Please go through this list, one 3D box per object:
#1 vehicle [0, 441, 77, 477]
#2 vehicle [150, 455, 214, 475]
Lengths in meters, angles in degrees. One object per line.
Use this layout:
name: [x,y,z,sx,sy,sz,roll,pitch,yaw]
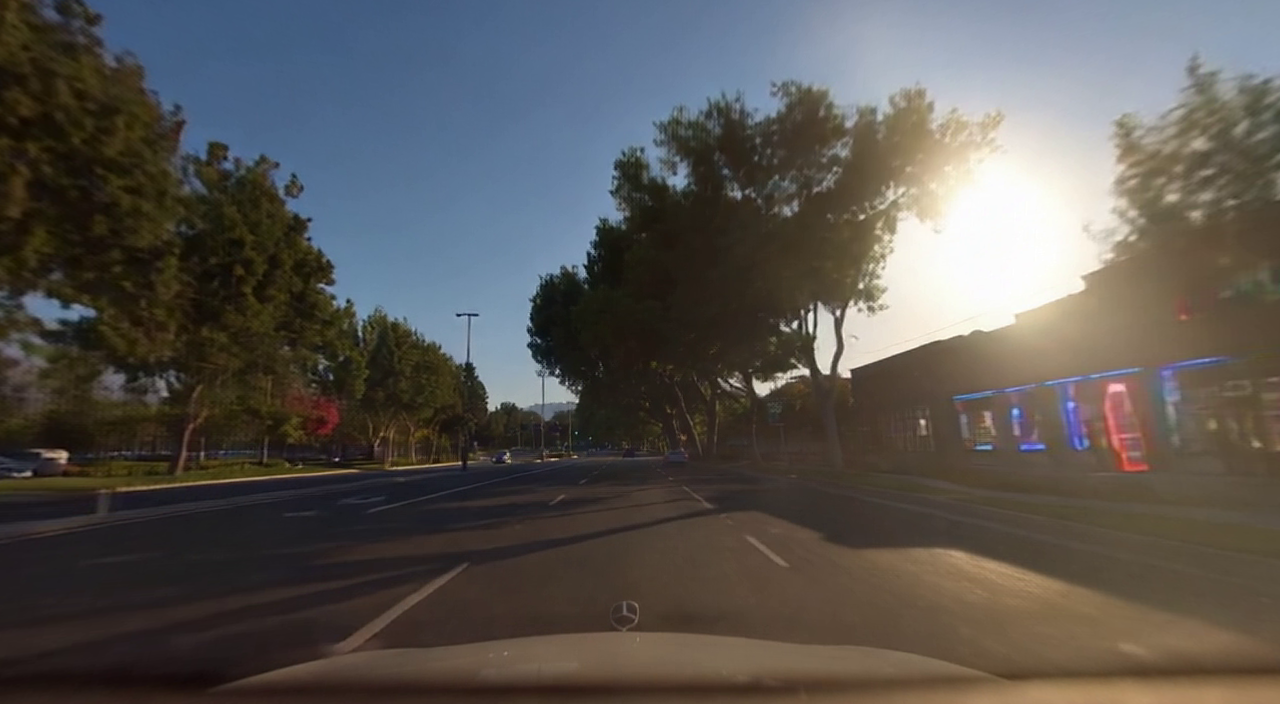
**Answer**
vehicle: [-33.134,5.800,33.998,3.825,1.489,1.778,-6,-7,-2]
vehicle: [-32.824,8.110,45.113,3.282,1.336,1.542,0,-9,-5]
